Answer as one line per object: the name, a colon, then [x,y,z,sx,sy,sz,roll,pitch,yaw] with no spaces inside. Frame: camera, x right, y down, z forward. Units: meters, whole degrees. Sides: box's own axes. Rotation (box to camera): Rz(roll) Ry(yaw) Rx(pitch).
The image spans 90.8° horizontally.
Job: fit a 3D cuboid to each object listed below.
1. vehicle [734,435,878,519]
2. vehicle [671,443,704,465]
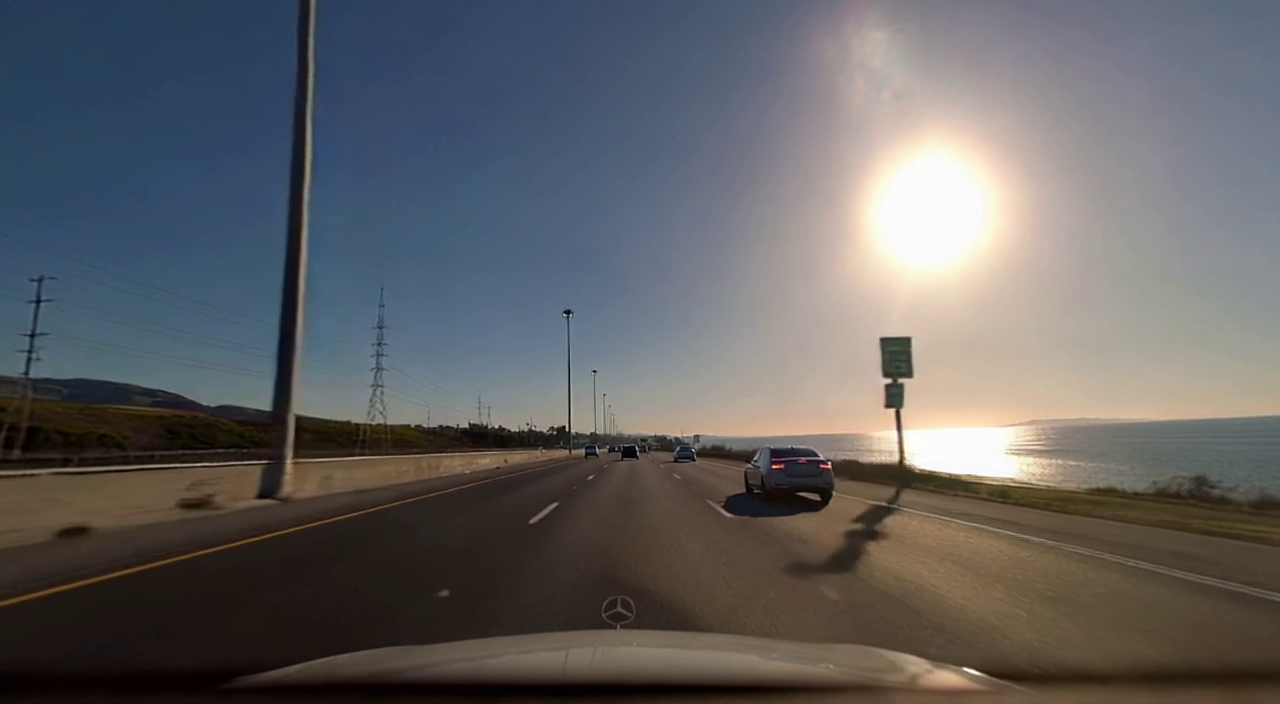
vehicle: [3.327,2.594,13.656,1.890,1.490,4.373,0,-9,-1]
vehicle: [3.509,7.655,47.465,2.000,1.533,4.438,0,-9,-1]
